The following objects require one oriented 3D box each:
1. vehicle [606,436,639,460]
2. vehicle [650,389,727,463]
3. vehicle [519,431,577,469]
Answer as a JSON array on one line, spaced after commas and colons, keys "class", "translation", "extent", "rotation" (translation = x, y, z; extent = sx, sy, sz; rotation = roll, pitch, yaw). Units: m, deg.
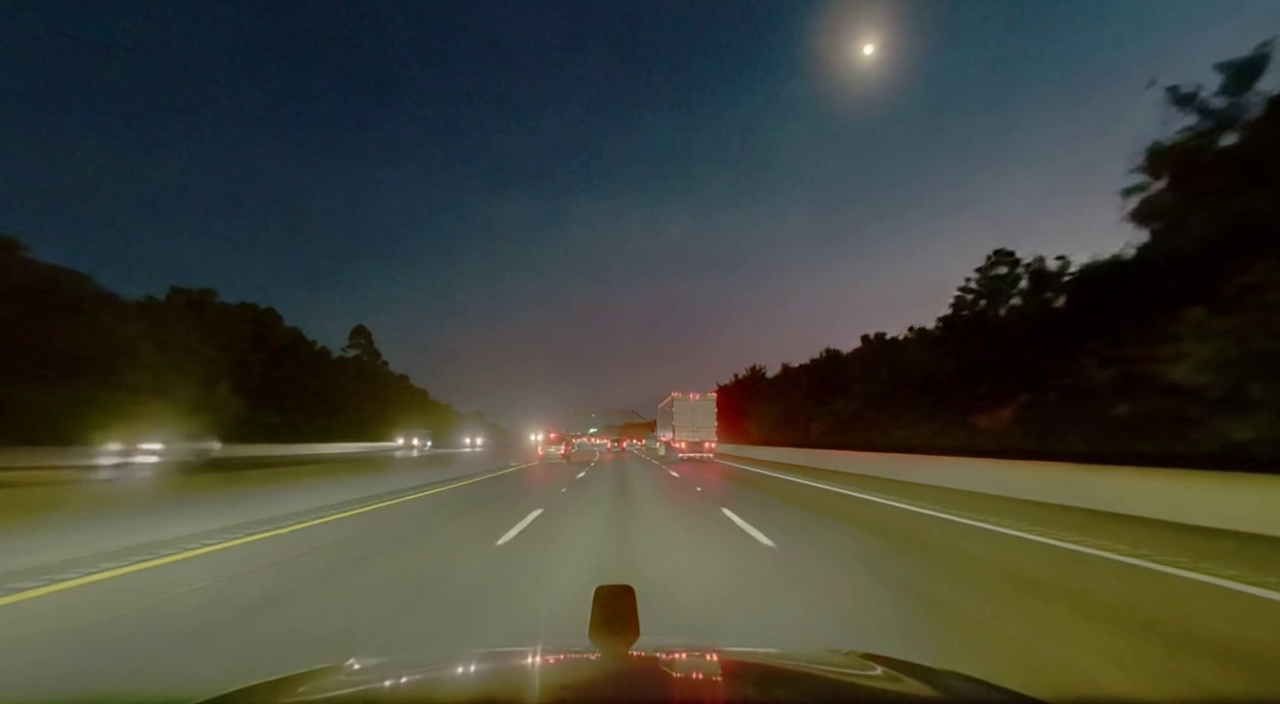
[{"class": "vehicle", "translation": [-1.232, 6.598, 43.360], "extent": [2.125, 1.542, 3.816], "rotation": [0, -8, -2]}, {"class": "vehicle", "translation": [2.797, 5.060, 41.466], "extent": [3.301, 4.034, 13.722], "rotation": [0, -8, -3]}, {"class": "vehicle", "translation": [-4.502, 4.907, 31.625], "extent": [2.377, 1.747, 4.703], "rotation": [0, -8, -2]}]
